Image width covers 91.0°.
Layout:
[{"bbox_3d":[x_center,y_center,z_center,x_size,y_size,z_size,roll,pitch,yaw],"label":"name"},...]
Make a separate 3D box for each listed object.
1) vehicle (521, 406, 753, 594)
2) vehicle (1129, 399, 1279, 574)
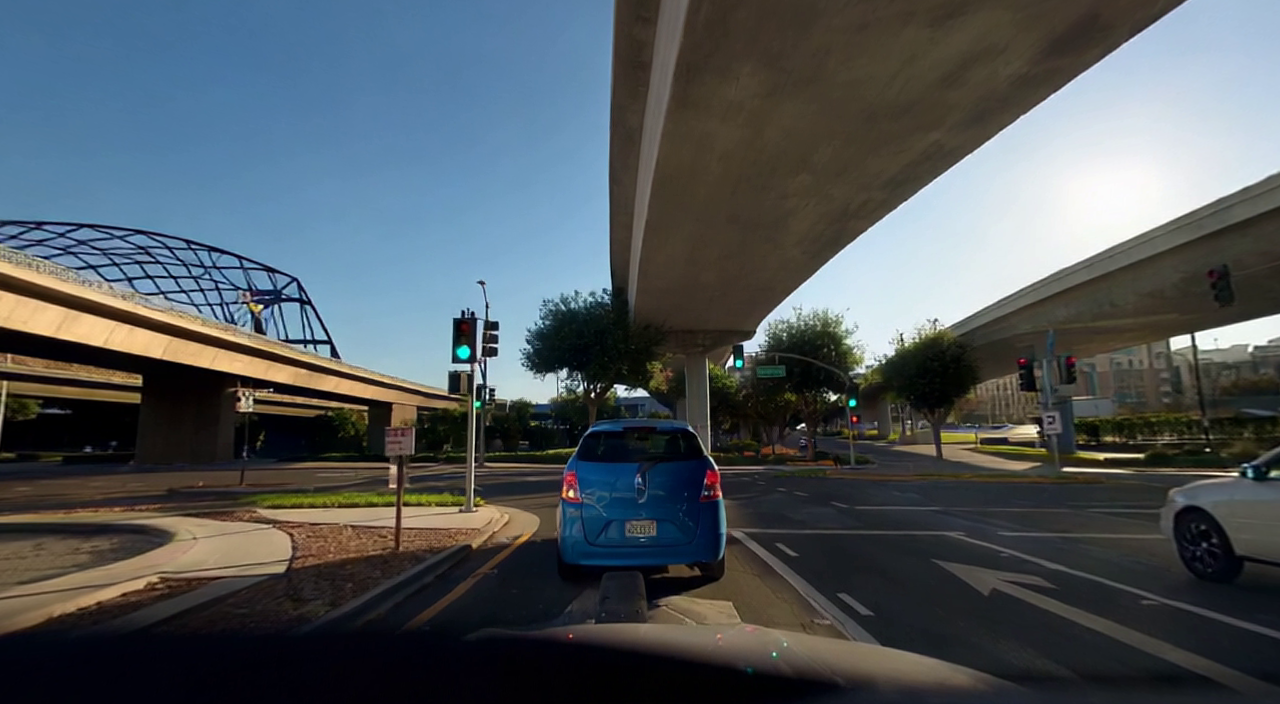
[{"bbox_3d":[-0.004,1.556,7.345,1.976,1.584,3.772,0,-9,1],"label":"vehicle"},{"bbox_3d":[7.617,1.333,6.097,2.055,1.776,4.646,0,-9,1],"label":"vehicle"}]
